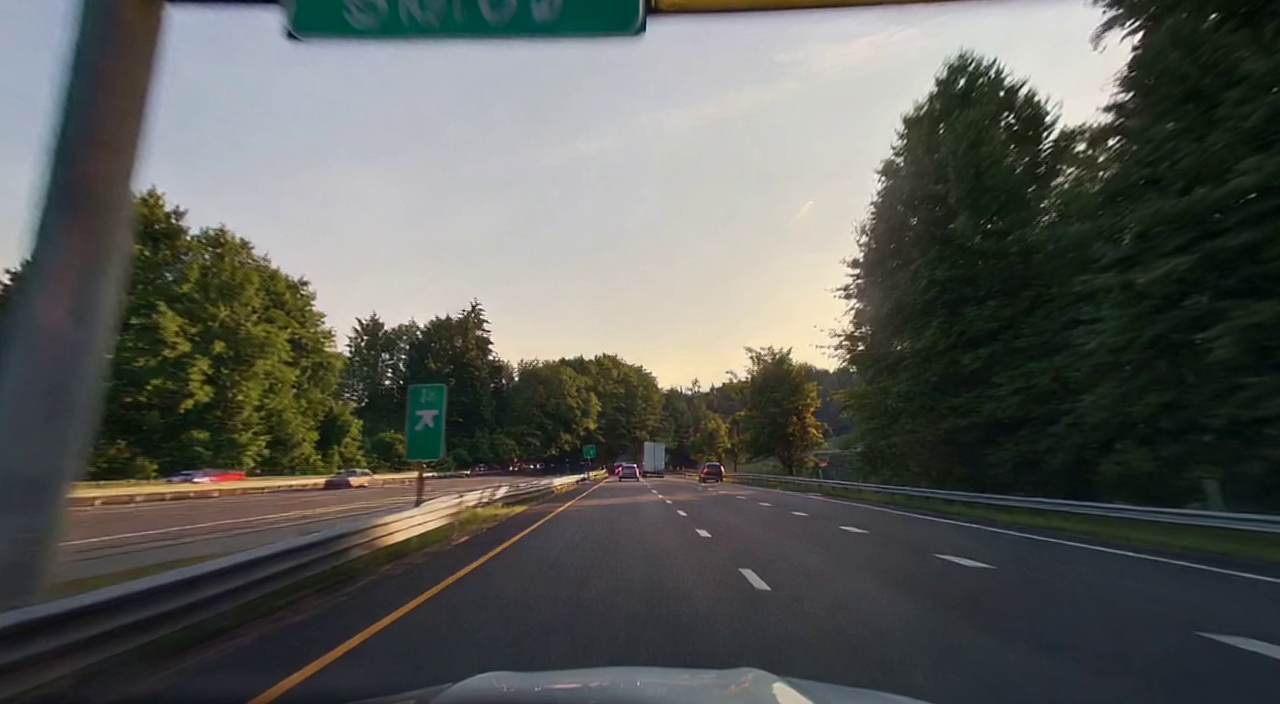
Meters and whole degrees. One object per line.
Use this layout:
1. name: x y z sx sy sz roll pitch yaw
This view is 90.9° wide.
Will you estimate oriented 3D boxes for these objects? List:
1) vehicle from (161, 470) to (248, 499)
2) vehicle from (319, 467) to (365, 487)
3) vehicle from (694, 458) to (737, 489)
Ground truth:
1. vehicle: -23.638 7.180 34.402 1.751 1.395 4.139 1 -10 0
2. vehicle: -23.087 9.676 48.922 1.727 1.421 3.652 1 -10 0
3. vehicle: 4.611 7.486 38.912 1.998 1.776 4.663 1 -10 -1
